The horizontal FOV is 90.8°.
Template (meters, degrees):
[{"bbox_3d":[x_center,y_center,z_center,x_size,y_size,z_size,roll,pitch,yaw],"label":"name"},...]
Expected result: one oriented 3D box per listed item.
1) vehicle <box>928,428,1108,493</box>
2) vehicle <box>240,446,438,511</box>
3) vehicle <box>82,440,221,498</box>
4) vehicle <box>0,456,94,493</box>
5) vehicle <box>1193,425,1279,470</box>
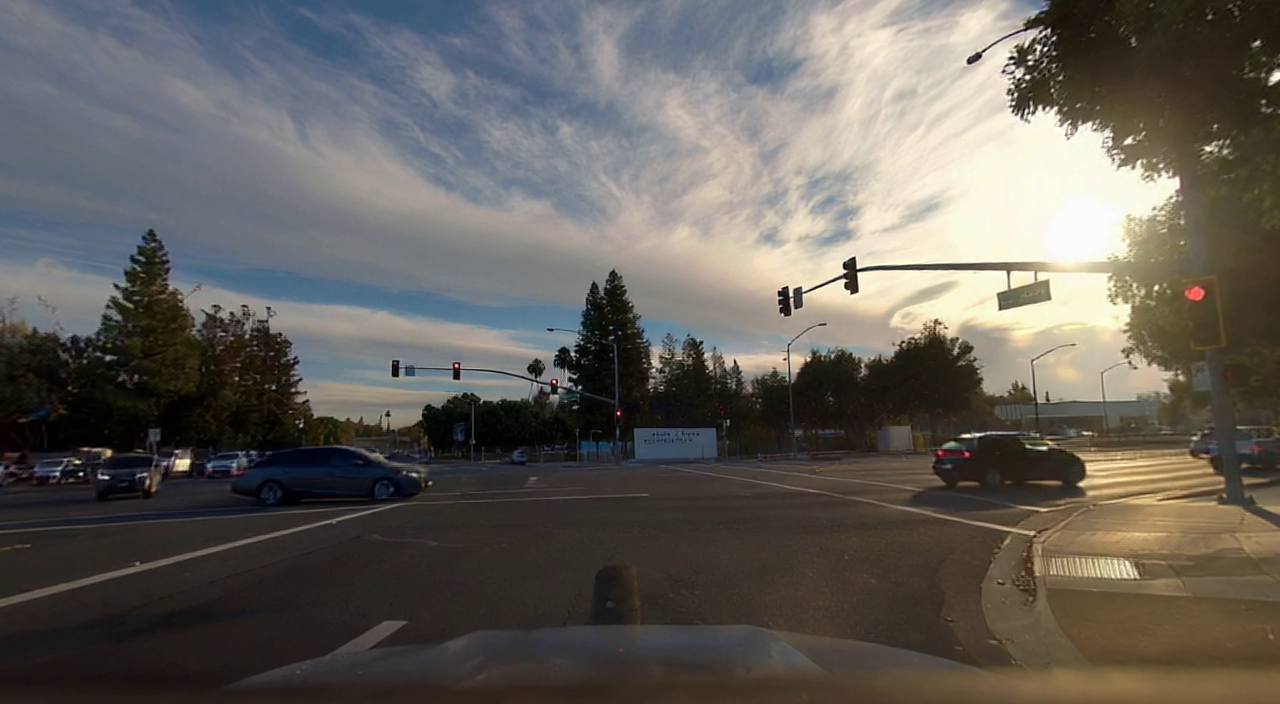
[{"bbox_3d":[10.497,2.988,17.612,4.281,1.621,1.903,3,-9,-20],"label":"vehicle"},{"bbox_3d":[-7.811,3.191,16.389,4.728,1.471,1.957,-4,-9,24],"label":"vehicle"},{"bbox_3d":[-18.691,4.454,24.640,2.358,1.937,5.896,3,-9,-18],"label":"vehicle"},{"bbox_3d":[-31.182,6.267,32.646,2.142,1.723,4.692,1,-9,-9],"label":"vehicle"},{"bbox_3d":[26.371,4.163,27.605,4.619,1.759,2.101,6,-10,-34],"label":"vehicle"}]
